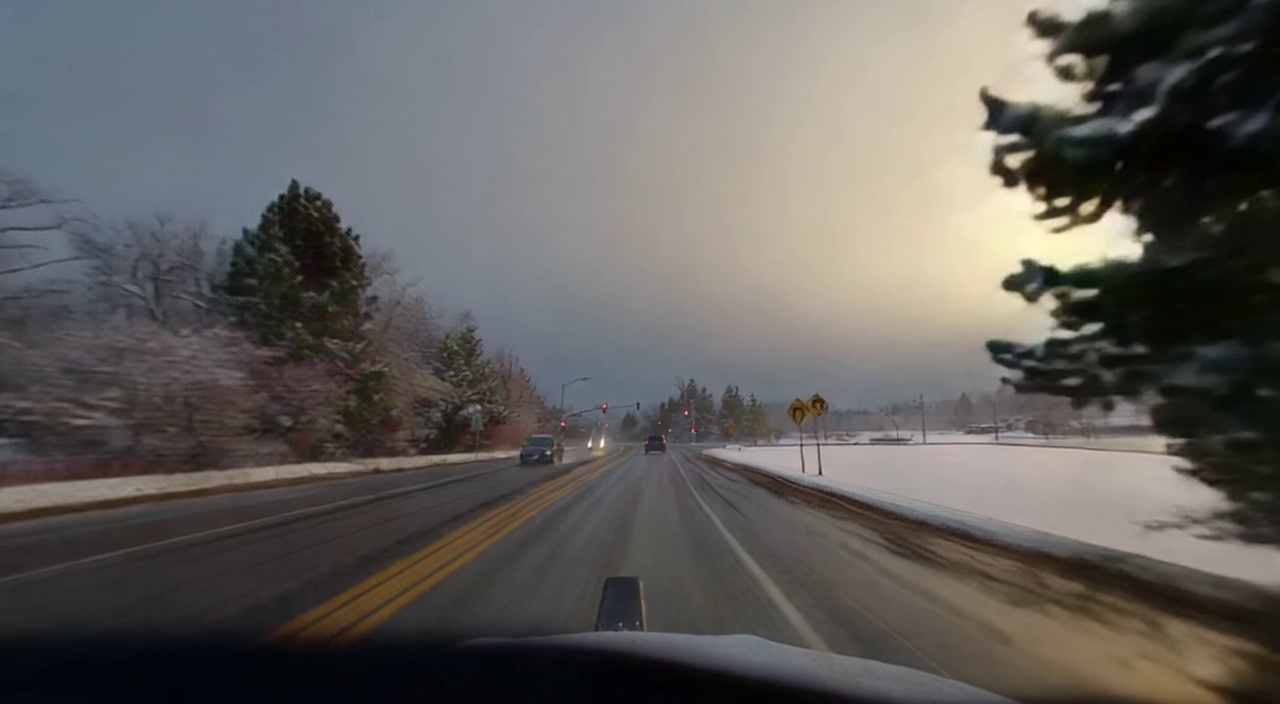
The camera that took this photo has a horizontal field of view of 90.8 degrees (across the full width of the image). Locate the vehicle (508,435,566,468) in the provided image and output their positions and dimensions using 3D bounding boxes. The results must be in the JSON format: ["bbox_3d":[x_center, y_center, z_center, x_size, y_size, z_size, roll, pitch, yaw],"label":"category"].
[{"bbox_3d":[-4.870,4.763,30.388,2.002,1.455,4.450,0,-8,1],"label":"vehicle"}]
